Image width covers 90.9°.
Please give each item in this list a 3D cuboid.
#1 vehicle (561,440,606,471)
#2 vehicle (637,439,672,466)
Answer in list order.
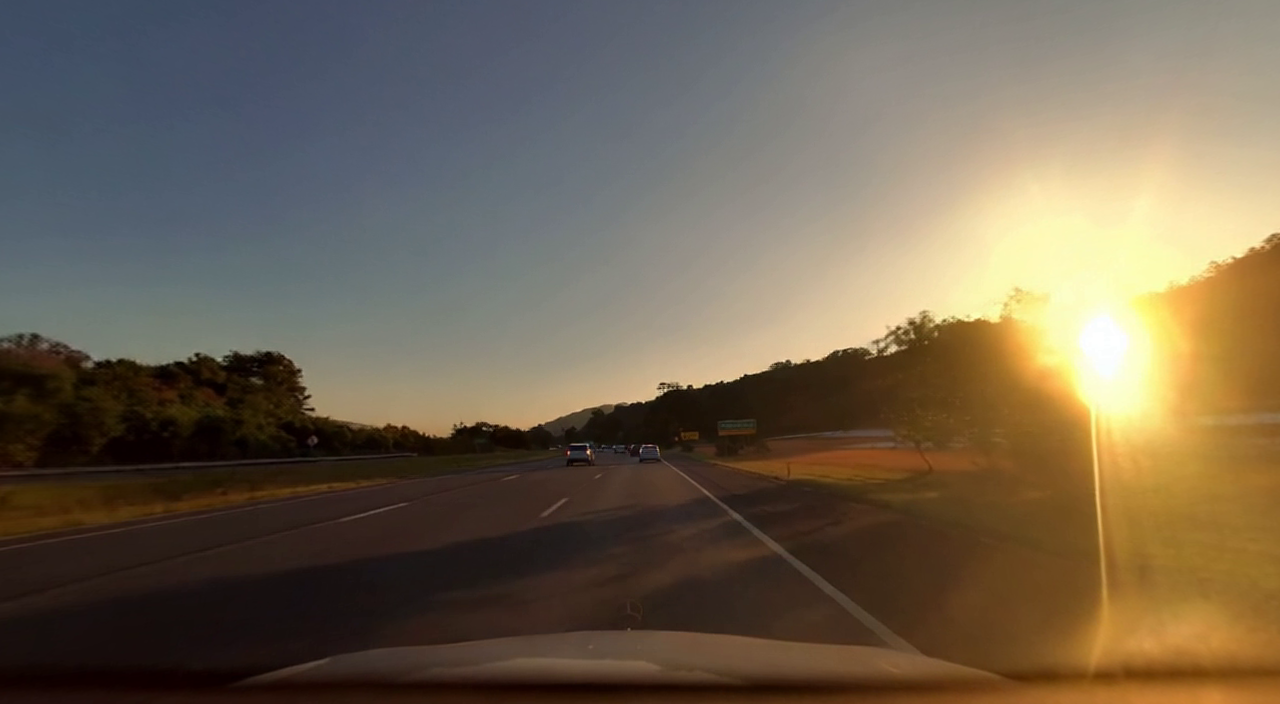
[{"bbox_3d":[-3.143,5.868,35.891,2.028,1.634,4.441,-1,-8,2],"label":"vehicle"},{"bbox_3d":[0.988,6.964,43.848,2.259,1.697,4.106,0,-8,1],"label":"vehicle"}]
